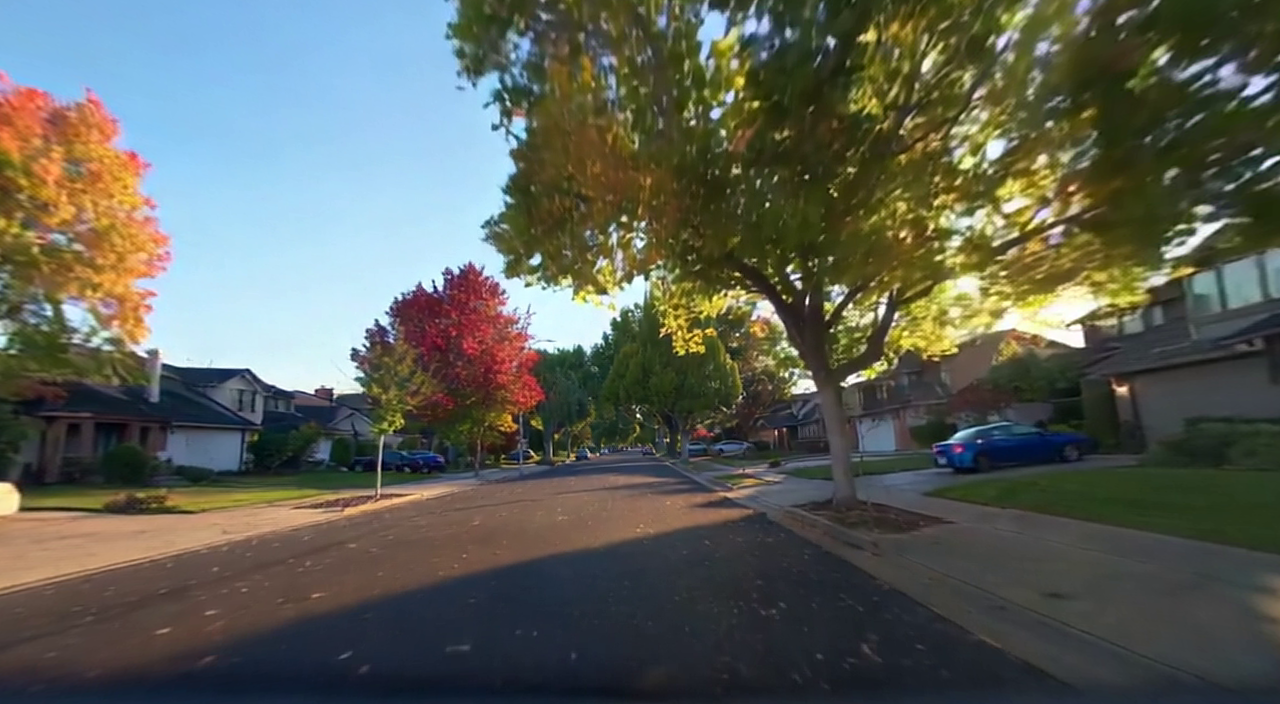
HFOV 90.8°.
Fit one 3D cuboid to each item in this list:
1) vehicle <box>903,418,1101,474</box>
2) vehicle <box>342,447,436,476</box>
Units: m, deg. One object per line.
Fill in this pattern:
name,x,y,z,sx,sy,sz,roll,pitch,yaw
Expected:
vehicle,10.233,2.700,18.163,4.422,1.488,2.013,0,-9,0
vehicle,-15.296,6.702,38.723,4.830,1.725,2.116,0,-9,1
